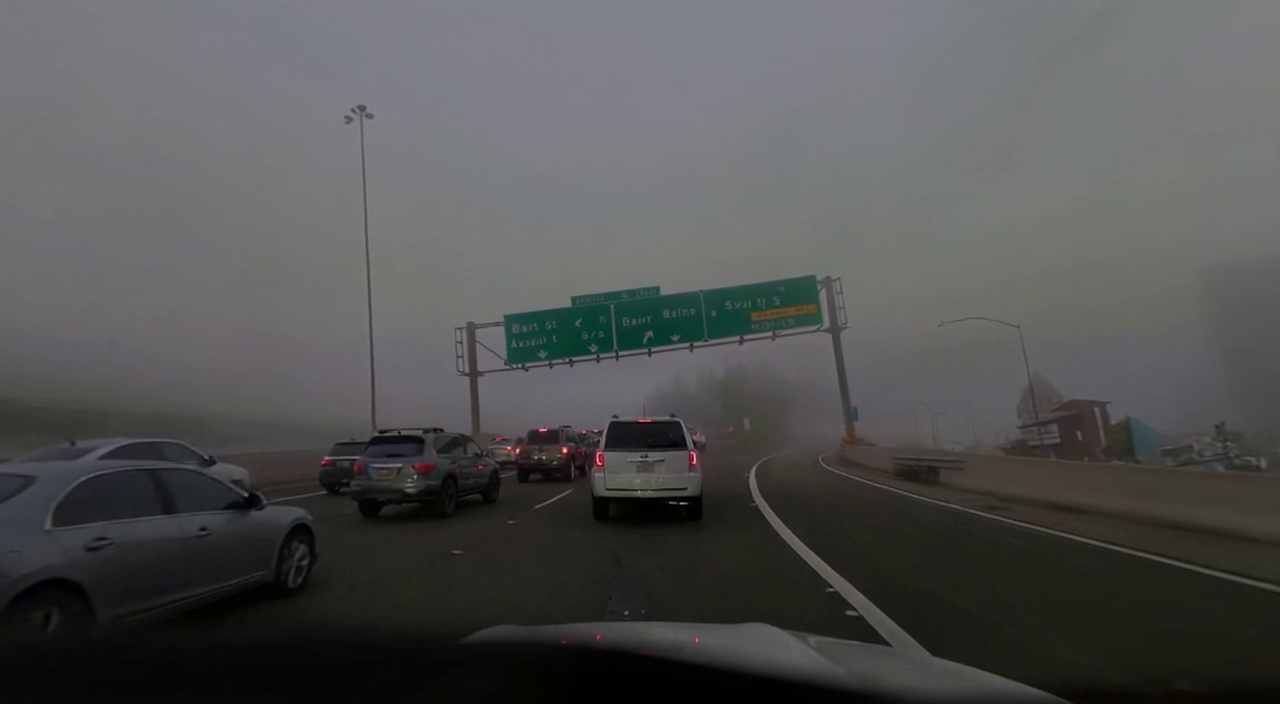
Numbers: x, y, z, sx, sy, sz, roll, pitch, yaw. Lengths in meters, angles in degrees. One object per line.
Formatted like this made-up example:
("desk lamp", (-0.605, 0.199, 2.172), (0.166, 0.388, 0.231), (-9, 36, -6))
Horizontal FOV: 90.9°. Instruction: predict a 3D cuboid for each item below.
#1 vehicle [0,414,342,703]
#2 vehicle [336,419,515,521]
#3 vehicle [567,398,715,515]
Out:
("vehicle", (-4.150, 1.230, 4.289), (2.087, 1.481, 4.225), (0, -9, 1))
("vehicle", (-4.105, 2.344, 12.995), (1.953, 1.729, 4.377), (0, -9, 3))
("vehicle", (0.100, 2.309, 14.264), (2.616, 2.063, 5.933), (0, -9, 2))
